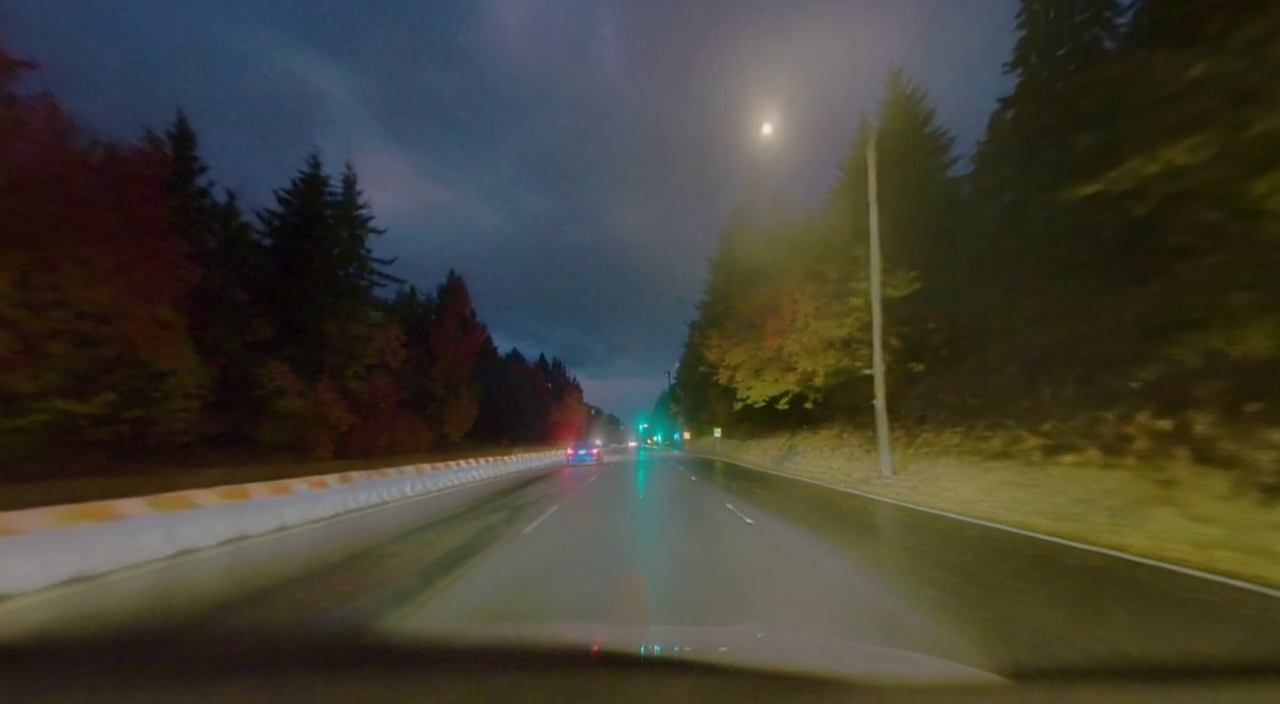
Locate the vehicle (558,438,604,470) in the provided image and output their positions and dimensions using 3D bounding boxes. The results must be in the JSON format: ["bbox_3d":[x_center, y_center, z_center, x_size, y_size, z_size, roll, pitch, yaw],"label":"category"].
[{"bbox_3d":[-2.901,5.141,31.897,1.902,1.505,4.016,0,-8,0],"label":"vehicle"}]
